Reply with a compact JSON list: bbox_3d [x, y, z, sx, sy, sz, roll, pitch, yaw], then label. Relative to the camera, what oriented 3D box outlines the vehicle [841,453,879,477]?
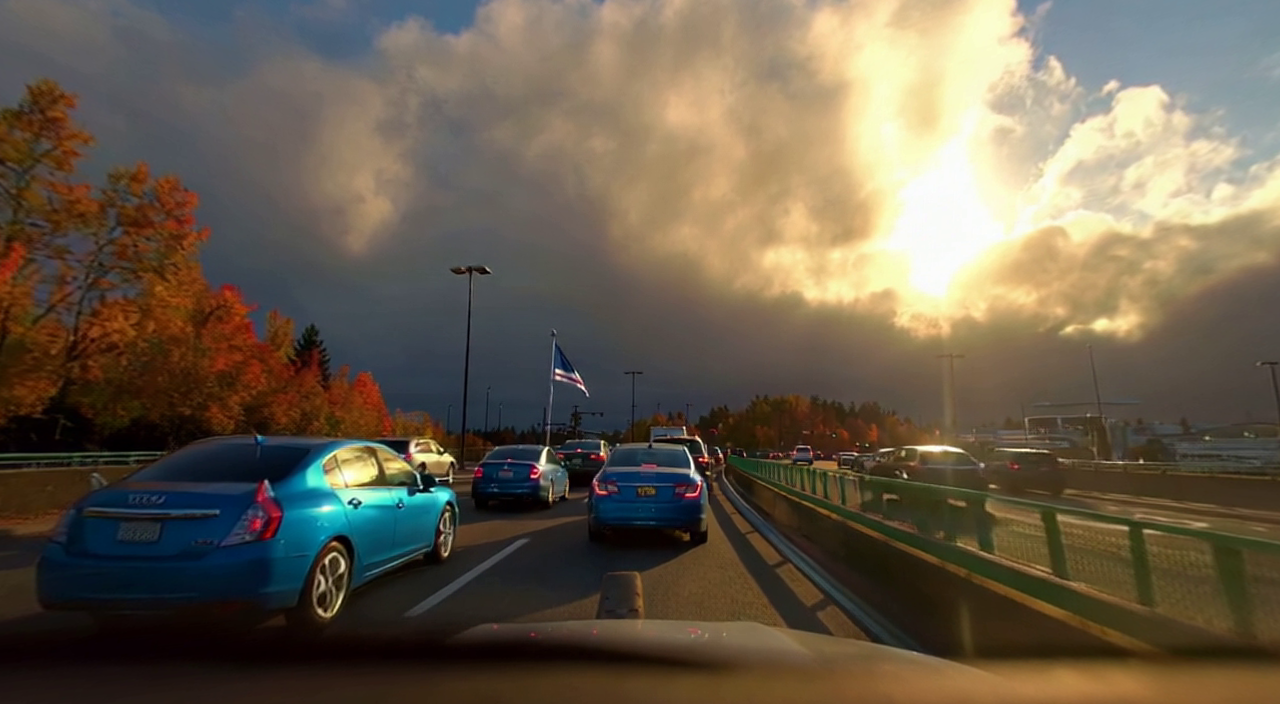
[{"bbox_3d":[14.709,7.529,42.246,1.749,1.481,3.808,-1,-9,10],"label":"vehicle"}]

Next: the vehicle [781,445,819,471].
[{"bbox_3d":[10.178,6.754,40.268,1.944,1.544,4.301,-1,-9,9],"label":"vehicle"}]

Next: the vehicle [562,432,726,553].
[{"bbox_3d":[0.188,2.119,10.246,2.090,1.506,4.276,0,-9,4],"label":"vehicle"}]

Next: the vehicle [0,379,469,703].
[{"bbox_3d":[-3.108,1.270,5.189,1.988,1.635,4.260,0,-9,3],"label":"vehicle"}]

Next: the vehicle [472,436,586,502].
[{"bbox_3d":[-2.874,3.169,17.459,1.974,1.549,4.603,0,-9,5],"label":"vehicle"}]

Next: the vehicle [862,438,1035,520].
[{"bbox_3d":[7.058,2.917,15.069,2.011,1.610,4.568,0,-9,3],"label":"vehicle"}]
